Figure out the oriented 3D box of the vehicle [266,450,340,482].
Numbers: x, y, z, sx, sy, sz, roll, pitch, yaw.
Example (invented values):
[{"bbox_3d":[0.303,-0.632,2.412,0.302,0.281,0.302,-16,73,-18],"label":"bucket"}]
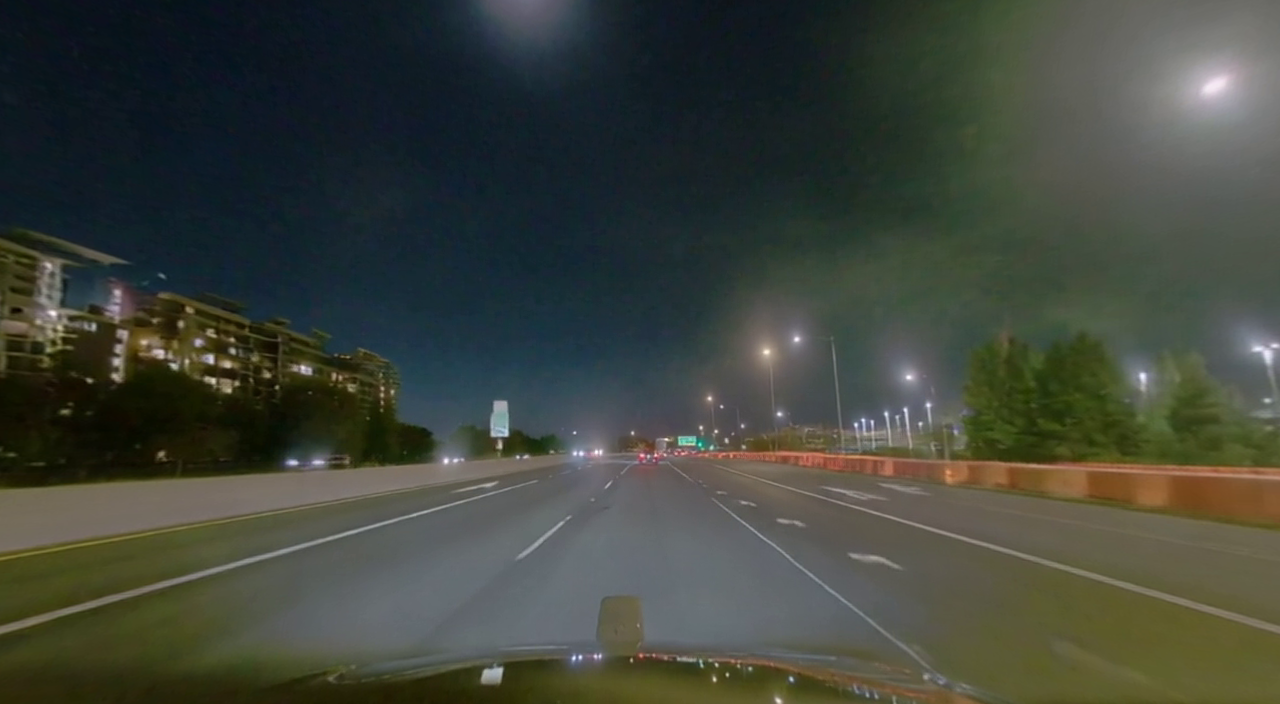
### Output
[{"bbox_3d":[-19.305,6.517,36.305,1.743,1.657,4.388,0,-9,2],"label":"vehicle"}]
